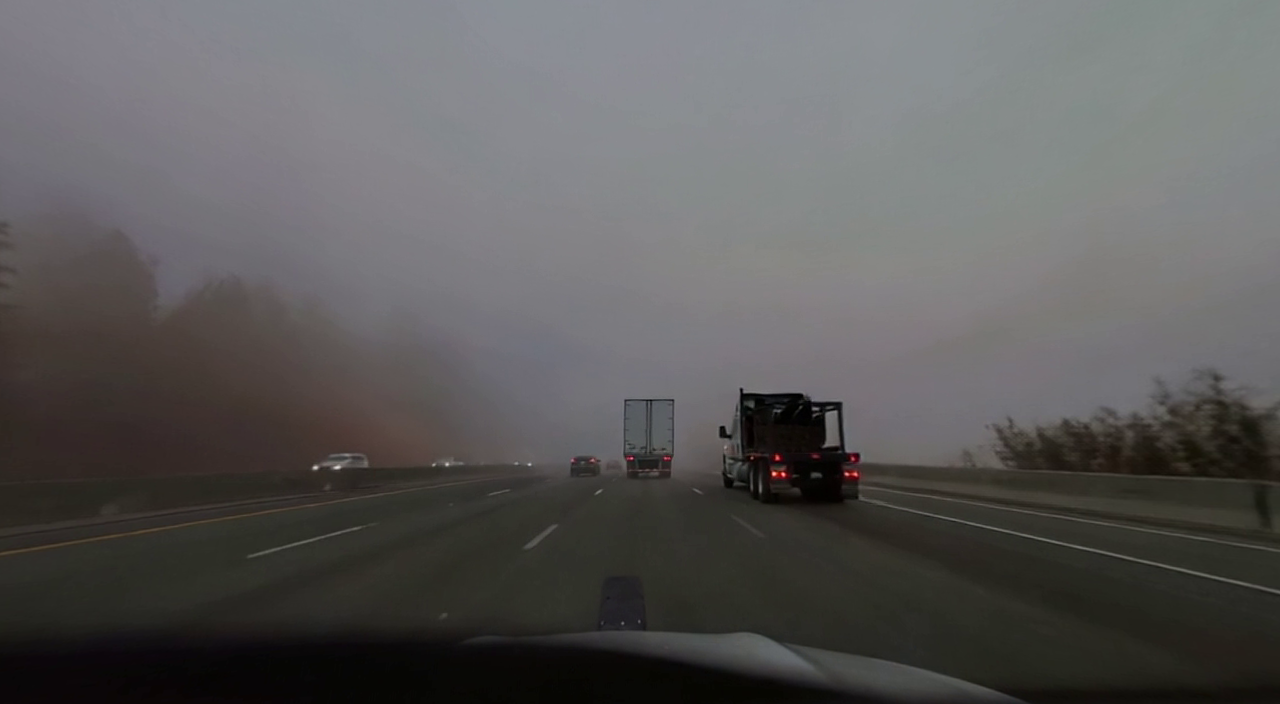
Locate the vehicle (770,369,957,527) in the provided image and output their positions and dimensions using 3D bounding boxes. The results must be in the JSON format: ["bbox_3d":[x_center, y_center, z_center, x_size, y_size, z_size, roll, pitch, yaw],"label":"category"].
[{"bbox_3d":[4.545,2.065,13.683,2.565,2.902,3.798,0,-9,0],"label":"vehicle"}]

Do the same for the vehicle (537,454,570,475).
[{"bbox_3d":[-6.753,8.819,49.588,1.926,1.482,3.959,0,-9,1],"label":"vehicle"}]

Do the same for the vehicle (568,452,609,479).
[{"bbox_3d":[-3.072,6.873,38.433,2.061,1.555,3.900,0,-9,1],"label":"vehicle"}]

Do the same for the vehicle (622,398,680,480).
[{"bbox_3d":[0.531,5.289,37.501,2.875,4.056,12.312,0,-9,0],"label":"vehicle"}]

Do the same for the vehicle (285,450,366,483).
[{"bbox_3d":[-18.414,6.682,37.200,2.150,1.800,4.867,0,-9,2],"label":"vehicle"}]
